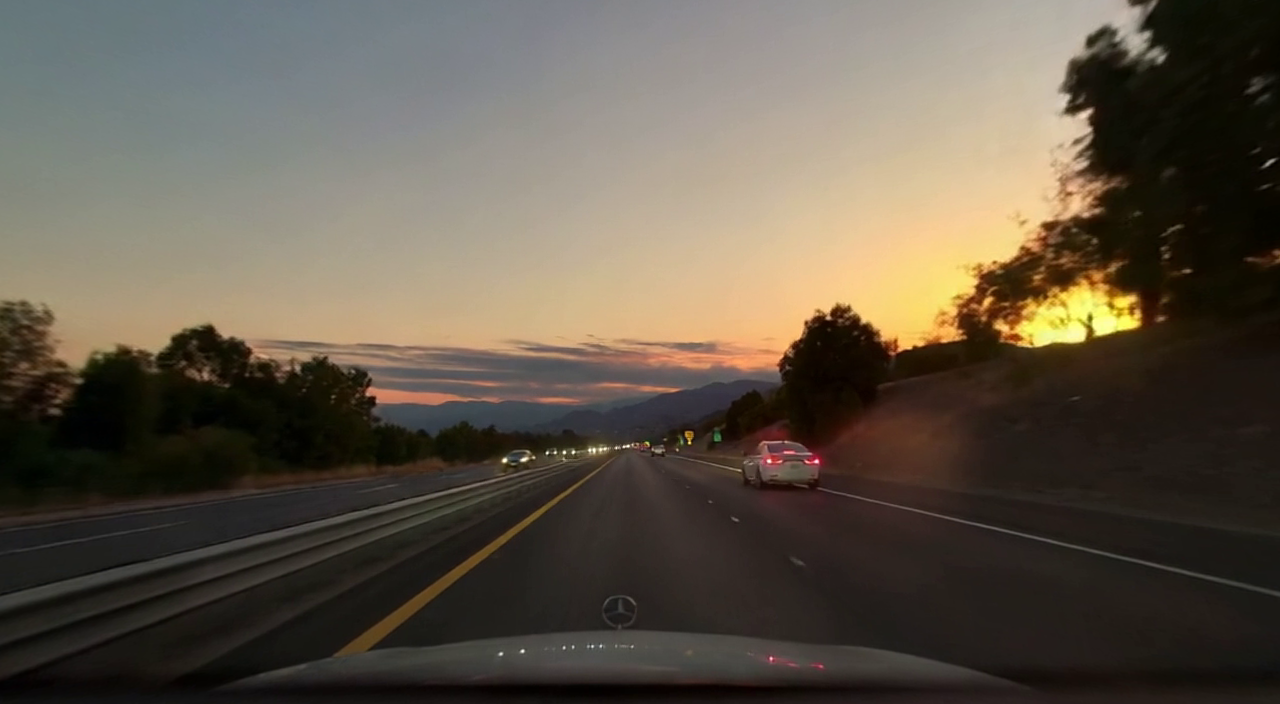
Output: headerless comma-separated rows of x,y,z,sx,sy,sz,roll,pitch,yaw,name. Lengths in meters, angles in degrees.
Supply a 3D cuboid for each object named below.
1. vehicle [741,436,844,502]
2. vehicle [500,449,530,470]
4.033,3.158,17.282,2.001,1.555,4.098,-1,-9,3,vehicle
-9.620,8.300,48.537,1.956,1.583,4.227,1,-9,-8,vehicle
